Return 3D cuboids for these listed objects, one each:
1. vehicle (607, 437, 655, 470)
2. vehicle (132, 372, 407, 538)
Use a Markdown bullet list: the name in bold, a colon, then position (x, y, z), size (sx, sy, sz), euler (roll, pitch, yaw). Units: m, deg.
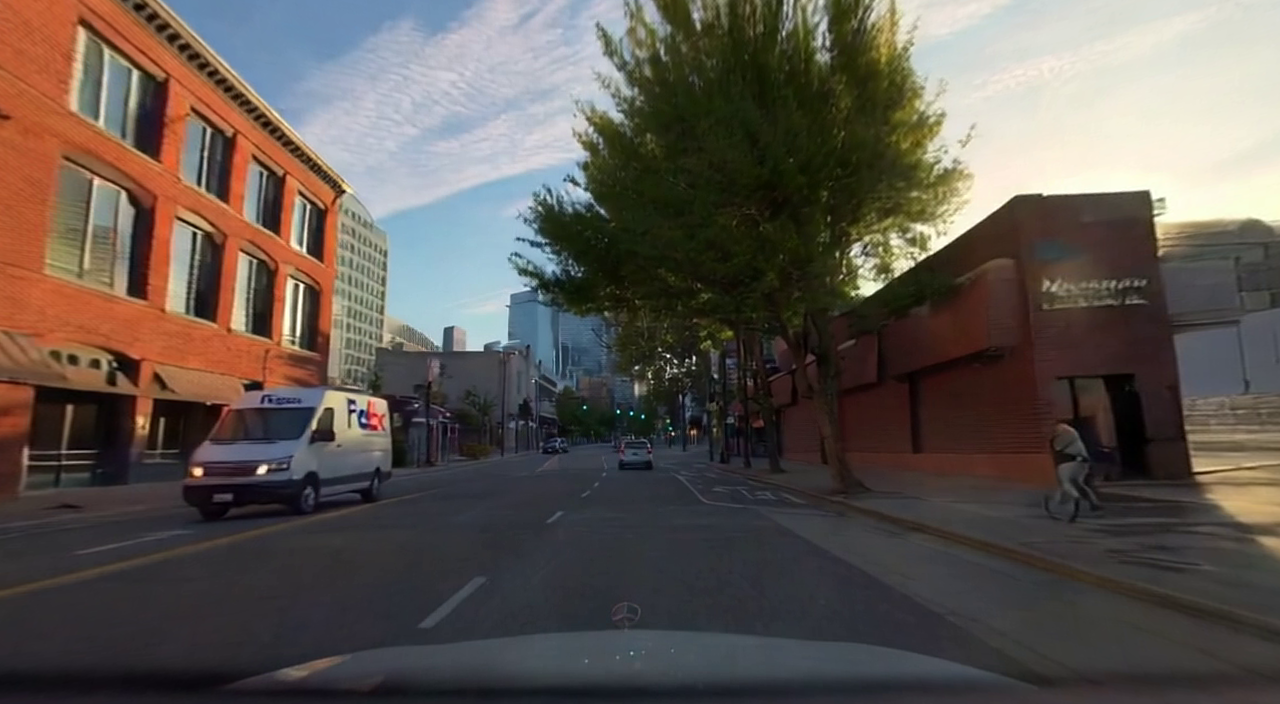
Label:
- **vehicle**: position (-0.568, 5.377, 33.645), size (2.356, 1.572, 4.810), euler (0, -8, -4)
- **vehicle**: position (-6.971, 2.025, 12.995), size (2.418, 2.620, 5.522), euler (-1, -8, -2)
